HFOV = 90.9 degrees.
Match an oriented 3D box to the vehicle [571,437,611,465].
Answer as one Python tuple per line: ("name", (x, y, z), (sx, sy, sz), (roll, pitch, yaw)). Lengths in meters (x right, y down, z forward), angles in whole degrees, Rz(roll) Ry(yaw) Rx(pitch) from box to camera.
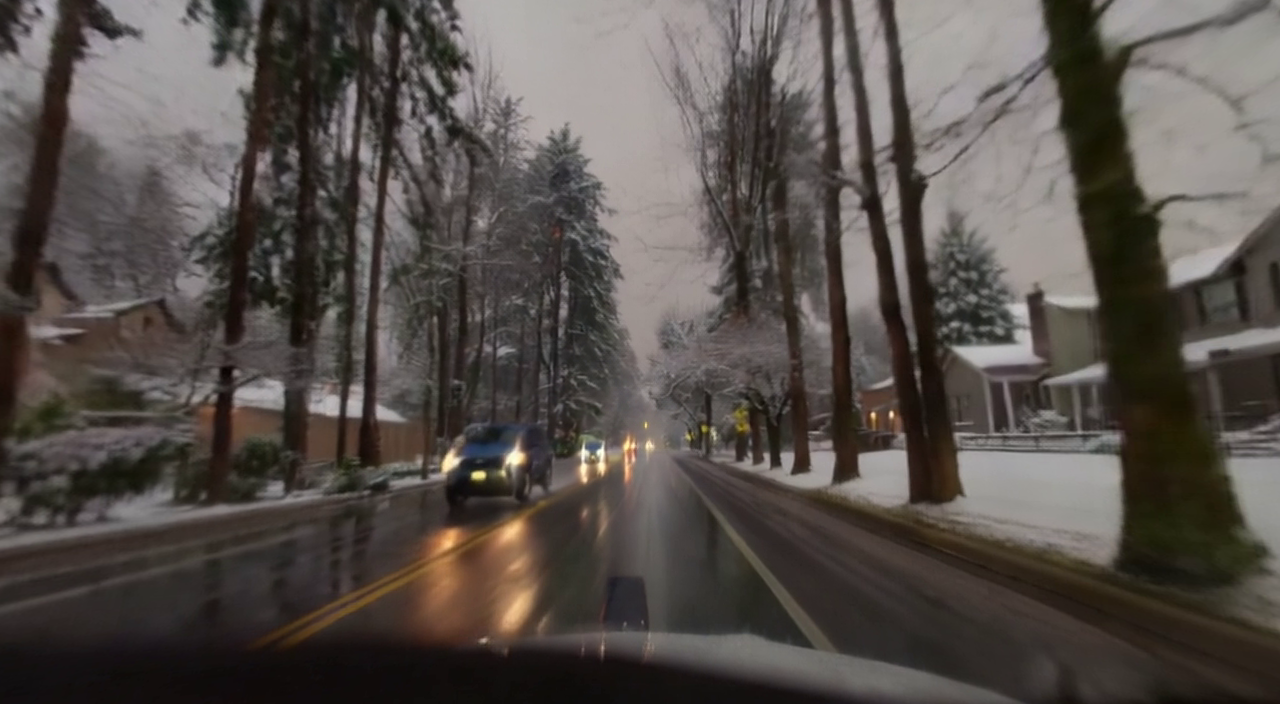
("vehicle", (-3.306, 6.784, 43.175), (2.172, 1.793, 4.696), (0, -8, 2))

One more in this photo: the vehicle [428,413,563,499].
("vehicle", (-3.936, 2.993, 18.508), (2.417, 2.088, 5.780), (0, -8, 2))
